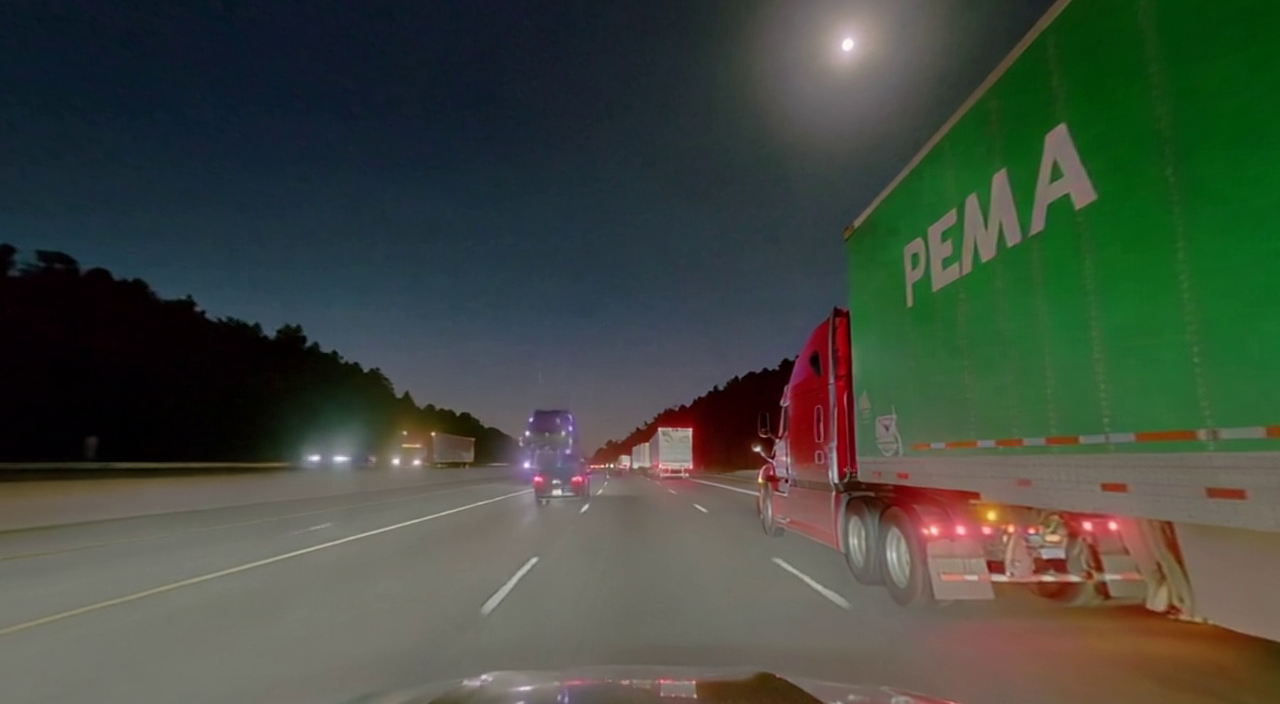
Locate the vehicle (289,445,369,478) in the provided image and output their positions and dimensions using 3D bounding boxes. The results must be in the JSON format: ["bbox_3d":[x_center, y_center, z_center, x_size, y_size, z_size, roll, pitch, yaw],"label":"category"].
[{"bbox_3d":[-16.139,5.762,32.990,1.980,1.587,4.561,1,-10,-2],"label":"vehicle"}]

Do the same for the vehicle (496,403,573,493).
[{"bbox_3d":[-5.274,4.985,32.467,3.099,4.220,5.196,1,-10,-2],"label":"vehicle"}]

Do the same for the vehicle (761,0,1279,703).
[{"bbox_3d":[3.944,0.406,5.401,2.856,4.040,14.009,1,-10,-1],"label":"vehicle"}]

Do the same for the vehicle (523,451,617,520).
[{"bbox_3d":[-1.760,3.646,17.533,2.010,1.580,4.949,1,-10,0],"label":"vehicle"}]
